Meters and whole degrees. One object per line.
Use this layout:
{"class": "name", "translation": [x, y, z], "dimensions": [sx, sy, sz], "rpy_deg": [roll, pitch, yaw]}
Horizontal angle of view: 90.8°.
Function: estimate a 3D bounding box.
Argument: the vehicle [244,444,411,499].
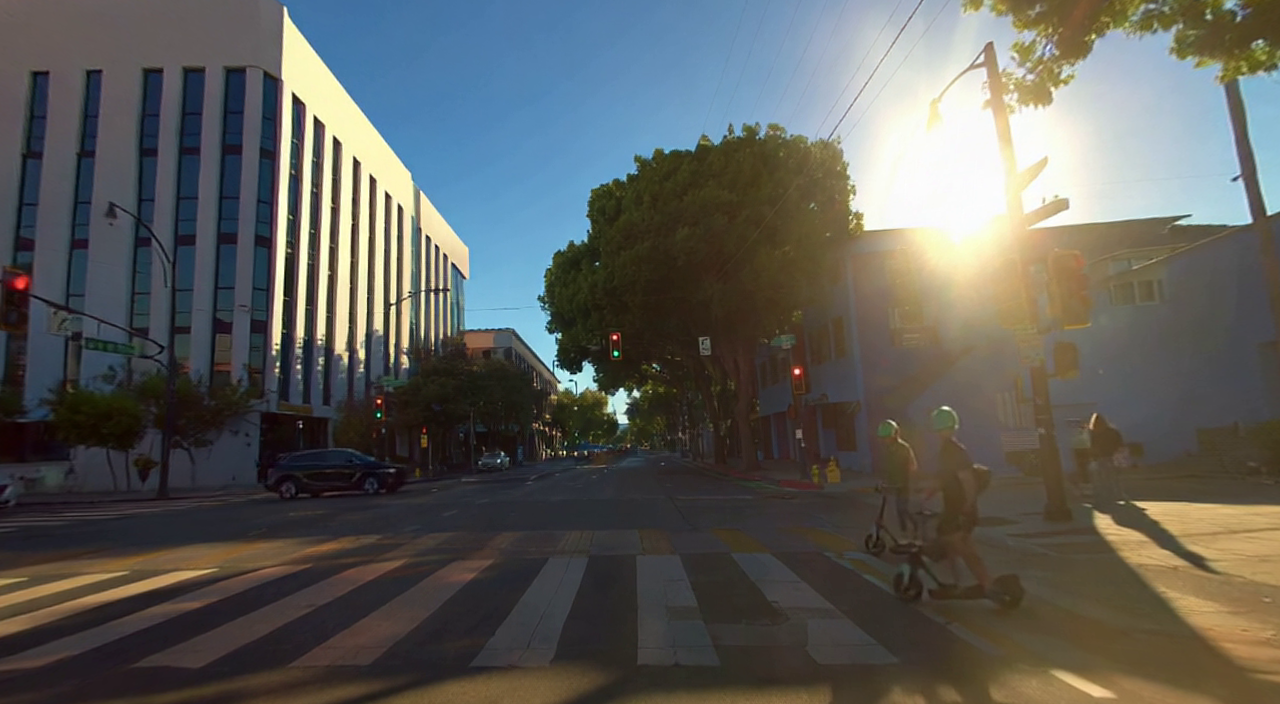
{"class": "vehicle", "translation": [-10.153, 3.868, 20.895], "dimensions": [4.641, 1.616, 2.051], "rpy_deg": [3, -9, -23]}
